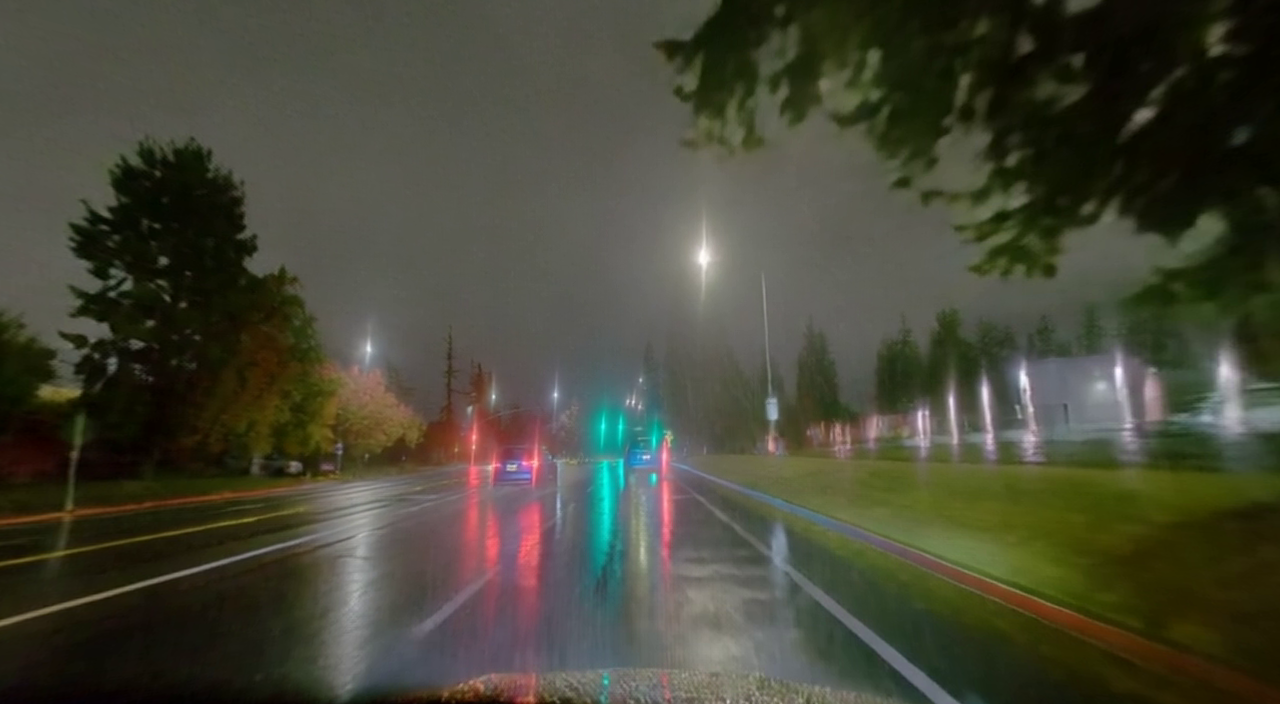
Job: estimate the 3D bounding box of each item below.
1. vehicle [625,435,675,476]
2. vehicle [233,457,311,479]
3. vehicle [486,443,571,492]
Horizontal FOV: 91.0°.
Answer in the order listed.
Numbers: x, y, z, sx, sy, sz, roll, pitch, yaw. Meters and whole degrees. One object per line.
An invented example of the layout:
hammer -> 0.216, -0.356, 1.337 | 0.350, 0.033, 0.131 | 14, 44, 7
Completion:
vehicle -> 0.388, 4.920, 30.159 | 2.215, 1.799, 4.426 | 0, -8, -1
vehicle -> -25.565, 8.057, 43.804 | 4.182, 1.444, 1.884 | 0, -8, -3
vehicle -> -3.568, 3.754, 20.936 | 2.036, 1.447, 4.044 | 0, -8, 1
